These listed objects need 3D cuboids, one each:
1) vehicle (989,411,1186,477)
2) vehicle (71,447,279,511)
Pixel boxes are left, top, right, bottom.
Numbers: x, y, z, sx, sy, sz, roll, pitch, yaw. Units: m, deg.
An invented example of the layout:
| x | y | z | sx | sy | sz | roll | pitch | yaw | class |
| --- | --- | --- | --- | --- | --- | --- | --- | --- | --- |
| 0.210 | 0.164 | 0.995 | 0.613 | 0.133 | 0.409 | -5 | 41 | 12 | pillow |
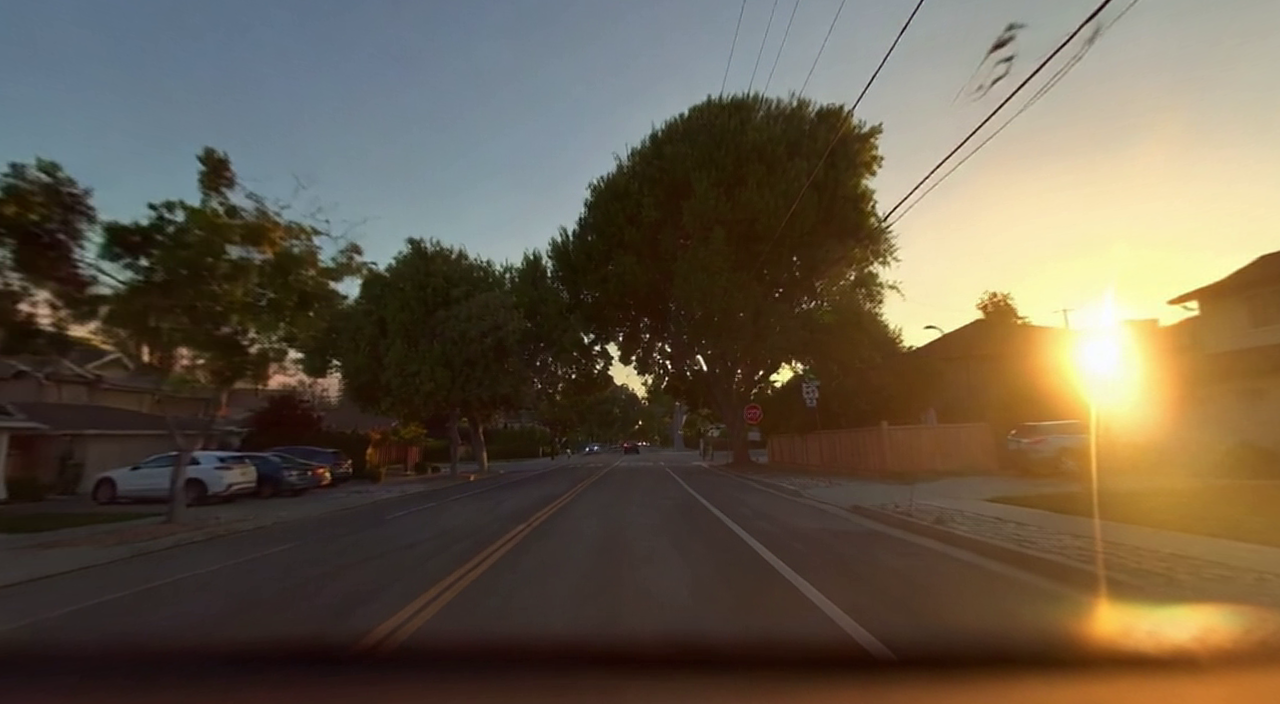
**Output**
| x | y | z | sx | sy | sz | roll | pitch | yaw | class |
| --- | --- | --- | --- | --- | --- | --- | --- | --- | --- |
| 13.158 | 2.719 | 18.693 | 4.653 | 1.775 | 1.906 | 2 | -8 | -10 | vehicle |
| -12.321 | 3.362 | 16.995 | 3.927 | 1.560 | 2.049 | 0 | -8 | -1 | vehicle |
